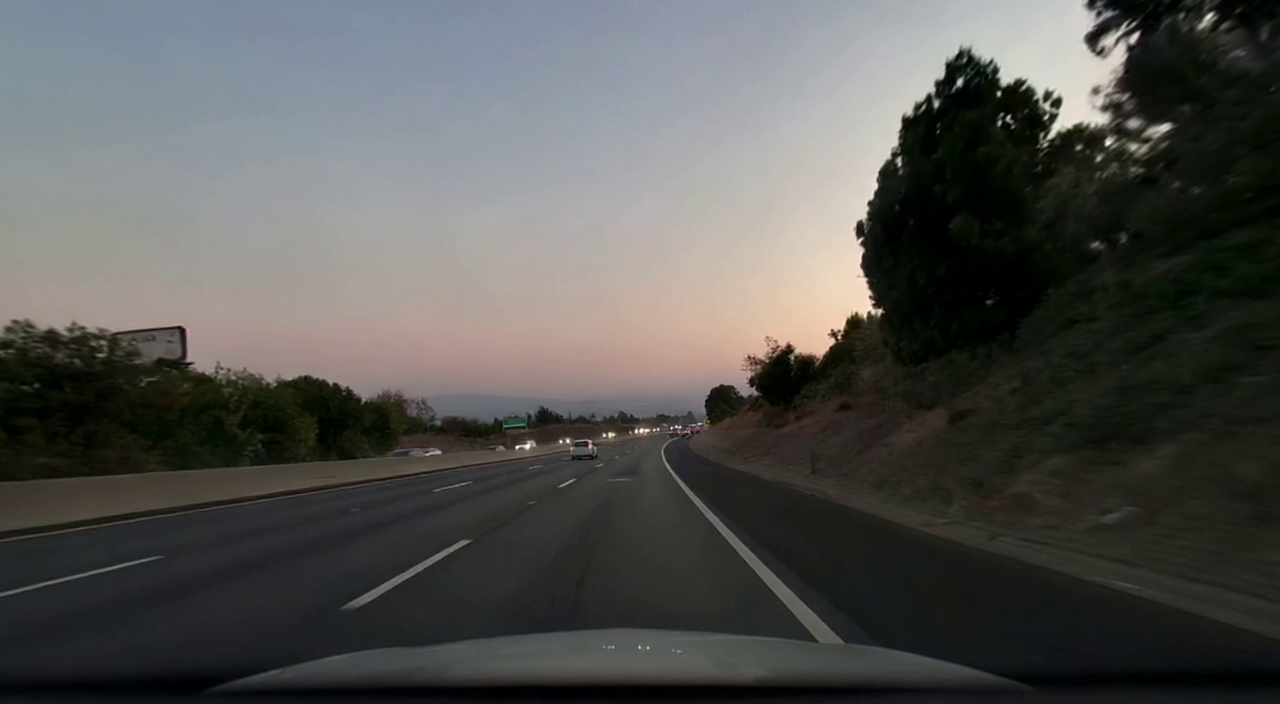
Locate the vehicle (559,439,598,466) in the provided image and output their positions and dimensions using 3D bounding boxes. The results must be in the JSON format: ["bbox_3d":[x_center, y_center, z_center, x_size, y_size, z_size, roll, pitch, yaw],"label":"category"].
[{"bbox_3d":[-3.848,6.390,39.954,1.998,1.584,4.005,0,-9,1],"label":"vehicle"}]

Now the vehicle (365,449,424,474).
[{"bbox_3d":[-16.272,7.250,41.835,1.931,1.542,4.509,-1,-9,3],"label":"vehicle"}]
